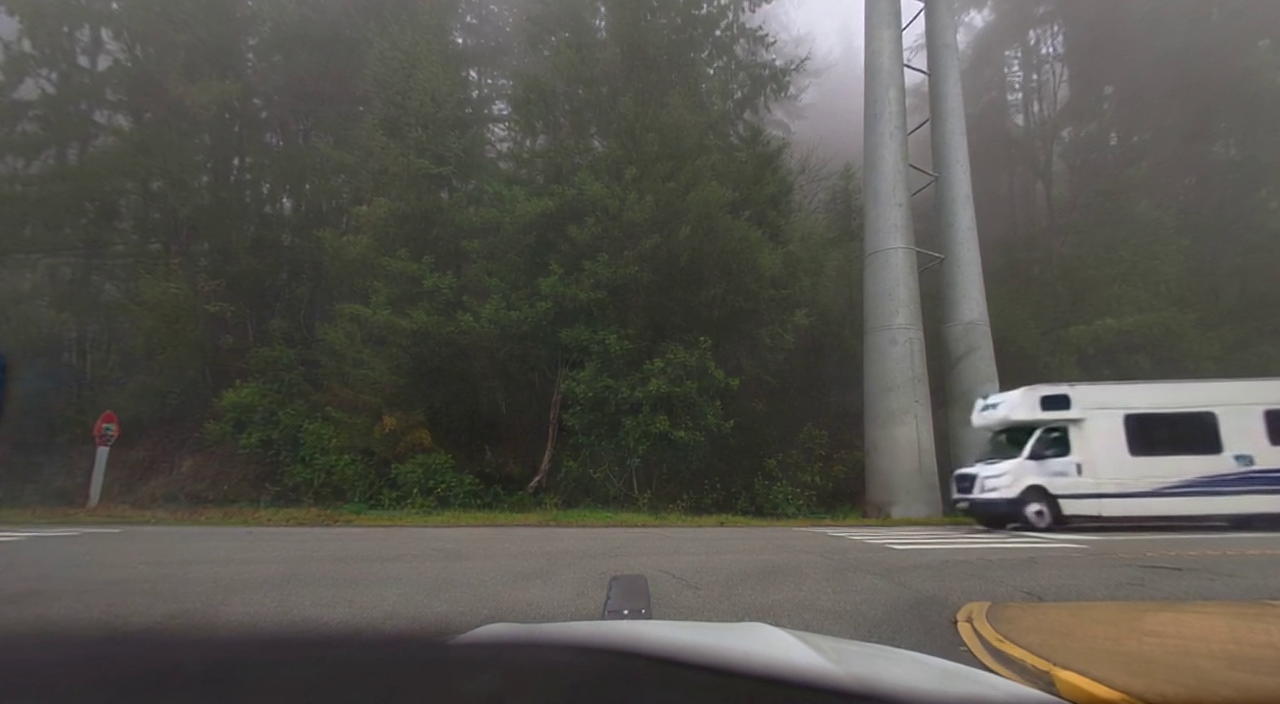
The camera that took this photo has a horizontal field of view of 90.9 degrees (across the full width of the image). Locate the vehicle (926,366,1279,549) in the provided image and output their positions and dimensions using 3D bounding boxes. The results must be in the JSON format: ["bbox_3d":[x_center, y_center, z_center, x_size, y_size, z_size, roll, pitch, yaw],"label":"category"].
[{"bbox_3d":[10.561,2.082,12.753,8.152,3.185,2.776,0,-9,-3],"label":"vehicle"}]

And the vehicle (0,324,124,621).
[{"bbox_3d":[-7.472,0.792,3.970,2.247,2.424,5.923,-6,-11,33],"label":"vehicle"}]
